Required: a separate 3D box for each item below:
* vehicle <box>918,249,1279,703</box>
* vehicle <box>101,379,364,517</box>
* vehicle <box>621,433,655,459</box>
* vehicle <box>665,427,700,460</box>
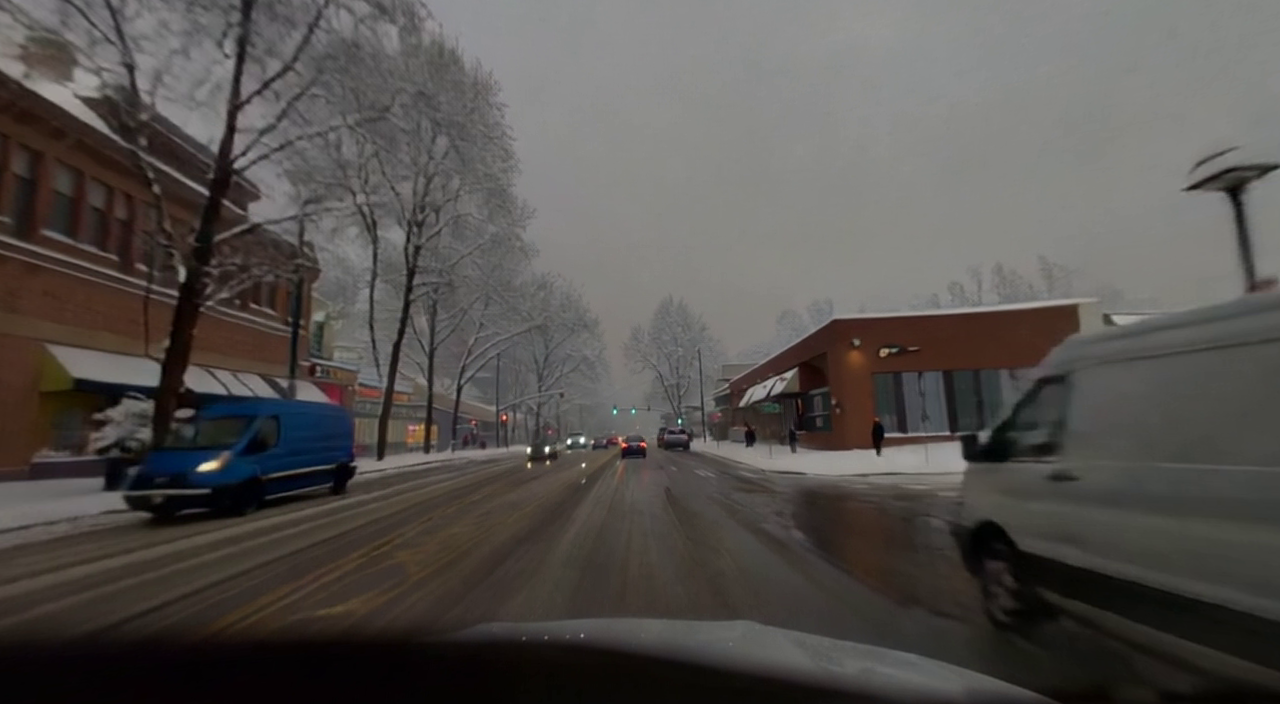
[{"bbox_3d":[3.508,0.645,2.430,2.357,1.986,5.136,0,-8,-2],"label":"vehicle"},{"bbox_3d":[-8.989,2.214,14.857,2.348,2.588,5.860,0,-8,-2],"label":"vehicle"},{"bbox_3d":[-0.156,6.497,43.549,2.274,1.736,4.083,0,-8,-1],"label":"vehicle"},{"bbox_3d":[2.726,5.937,40.831,2.147,1.968,4.478,0,-8,3],"label":"vehicle"}]
